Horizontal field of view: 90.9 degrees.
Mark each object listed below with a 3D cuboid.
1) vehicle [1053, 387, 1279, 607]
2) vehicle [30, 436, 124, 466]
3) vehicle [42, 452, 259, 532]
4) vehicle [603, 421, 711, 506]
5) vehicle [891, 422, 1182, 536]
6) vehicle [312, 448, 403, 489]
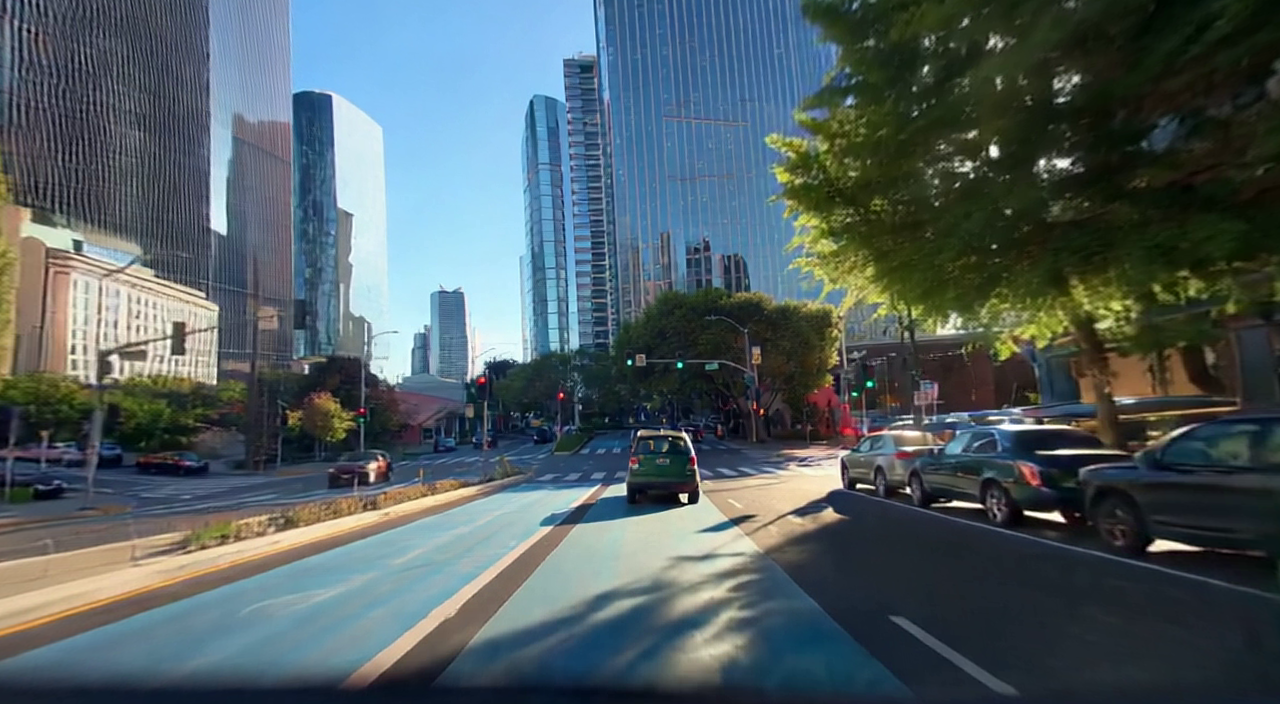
[{"bbox_3d":[6.461,1.248,5.503,2.205,1.823,5.078,0,-9,0],"label":"vehicle"},{"bbox_3d":[-36.365,6.440,40.917,1.966,1.807,4.441,0,-9,-1],"label":"vehicle"},{"bbox_3d":[-13.011,3.678,17.315,1.975,1.820,4.838,0,-9,1],"label":"vehicle"},{"bbox_3d":[0.372,2.672,15.476,2.283,1.773,4.255,0,-9,0],"label":"vehicle"},{"bbox_3d":[6.571,2.151,11.284,2.044,1.593,4.551,0,-9,-3],"label":"vehicle"},{"bbox_3d":[-13.255,5.461,29.978,2.025,1.785,4.845,0,-9,0],"label":"vehicle"}]
